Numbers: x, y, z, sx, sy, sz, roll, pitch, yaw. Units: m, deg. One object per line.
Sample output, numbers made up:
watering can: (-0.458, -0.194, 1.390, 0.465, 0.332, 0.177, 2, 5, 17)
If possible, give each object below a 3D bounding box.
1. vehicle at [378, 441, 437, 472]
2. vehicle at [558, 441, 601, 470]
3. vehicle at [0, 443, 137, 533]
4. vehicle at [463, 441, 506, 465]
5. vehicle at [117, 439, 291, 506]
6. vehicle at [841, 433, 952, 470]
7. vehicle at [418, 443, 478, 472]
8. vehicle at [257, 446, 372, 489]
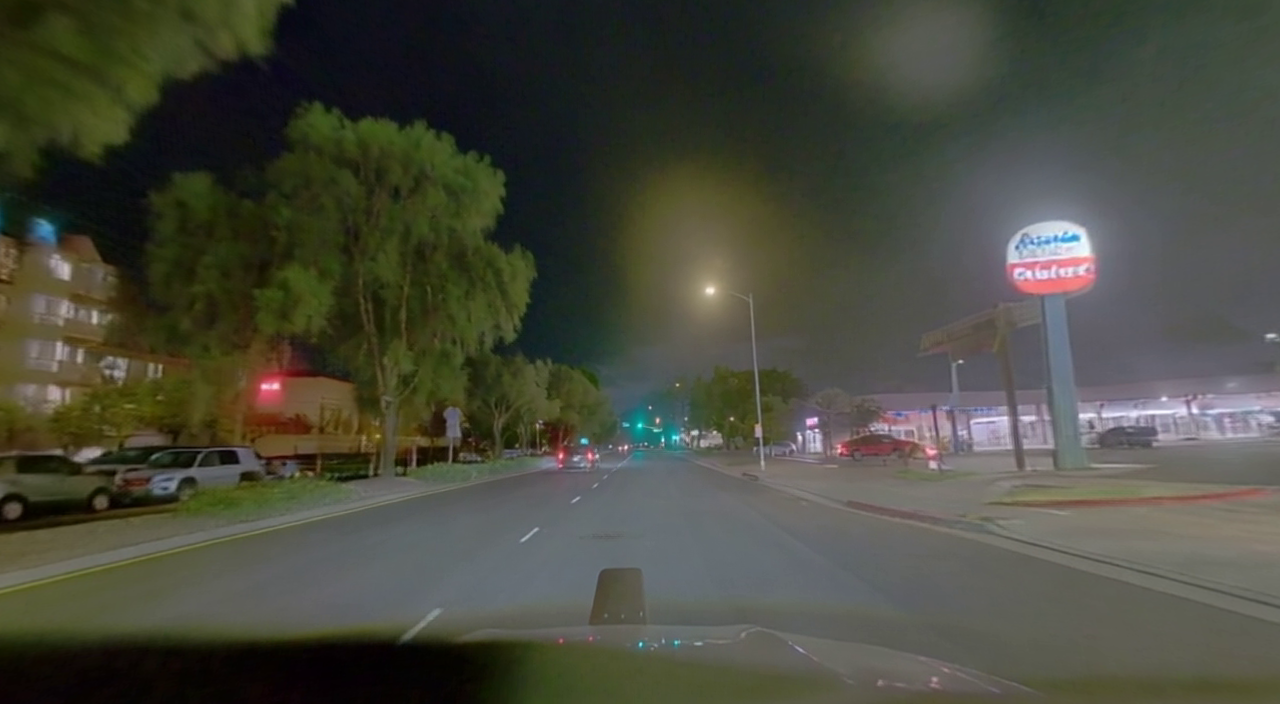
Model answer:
vehicle: (-15.062, 6.765, 40.997, 1.936, 1.813, 4.921, -1, -8, 0)
vehicle: (-3.316, 5.780, 35.206, 1.966, 1.481, 4.385, 0, -8, 0)
vehicle: (-11.760, 2.385, 11.170, 1.959, 1.488, 4.390, 0, -8, 0)
vehicle: (-11.408, 7.459, 46.408, 2.044, 1.649, 4.211, 0, -8, 0)
vehicle: (-11.918, 3.280, 17.583, 1.852, 1.621, 4.166, 0, -8, 0)
vehicle: (11.031, 4.304, 27.230, 3.935, 1.518, 1.985, 0, -8, -1)
vehicle: (-11.829, 6.514, 39.016, 2.024, 1.656, 4.837, -1, -8, 2)
vehicle: (-12.136, 4.294, 23.778, 1.948, 1.453, 4.431, 0, -8, 0)
